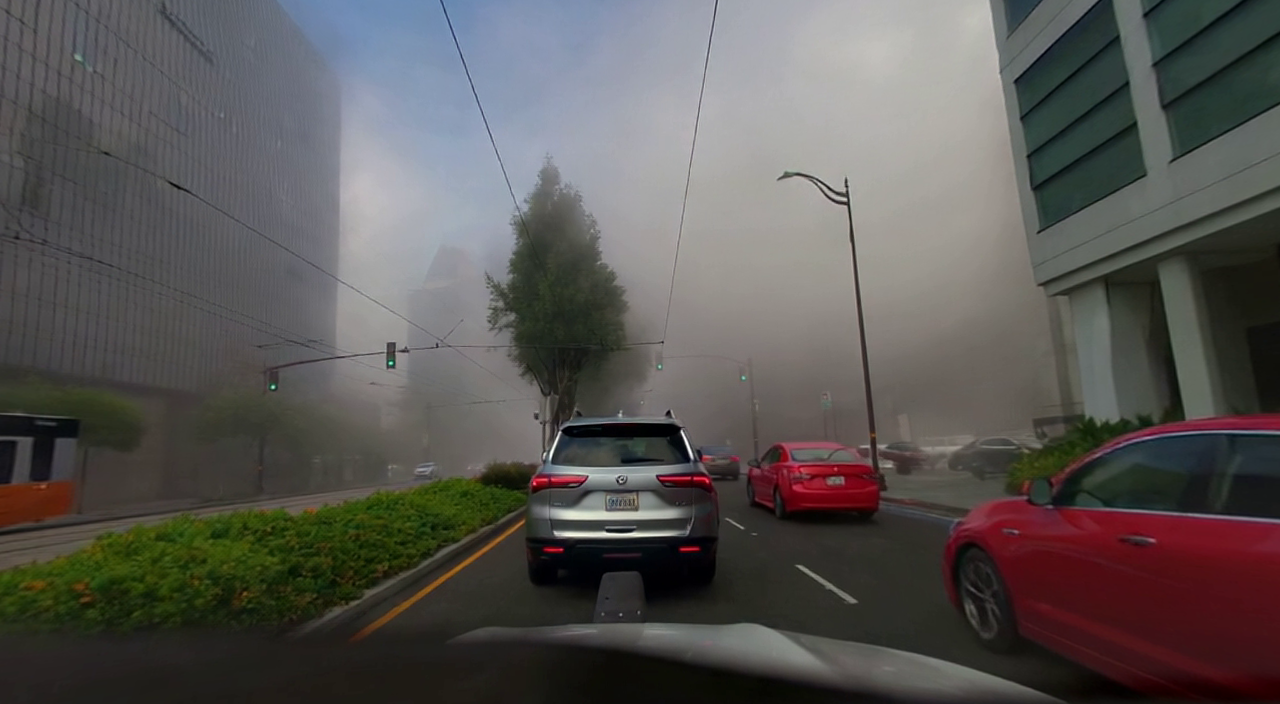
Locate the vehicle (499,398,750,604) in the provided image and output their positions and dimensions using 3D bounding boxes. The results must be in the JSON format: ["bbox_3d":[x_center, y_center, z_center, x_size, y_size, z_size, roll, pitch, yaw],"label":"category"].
[{"bbox_3d":[-0.193,1.608,7.713,2.178,1.779,4.255,0,-8,-2],"label":"vehicle"}]

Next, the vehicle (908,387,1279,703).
[{"bbox_3d":[3.137,0.956,2.729,1.993,1.480,4.324,0,-8,-1],"label":"vehicle"}]

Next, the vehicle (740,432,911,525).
[{"bbox_3d":[3.550,2.510,13.091,2.128,1.582,4.188,0,-8,-2],"label":"vehicle"}]
